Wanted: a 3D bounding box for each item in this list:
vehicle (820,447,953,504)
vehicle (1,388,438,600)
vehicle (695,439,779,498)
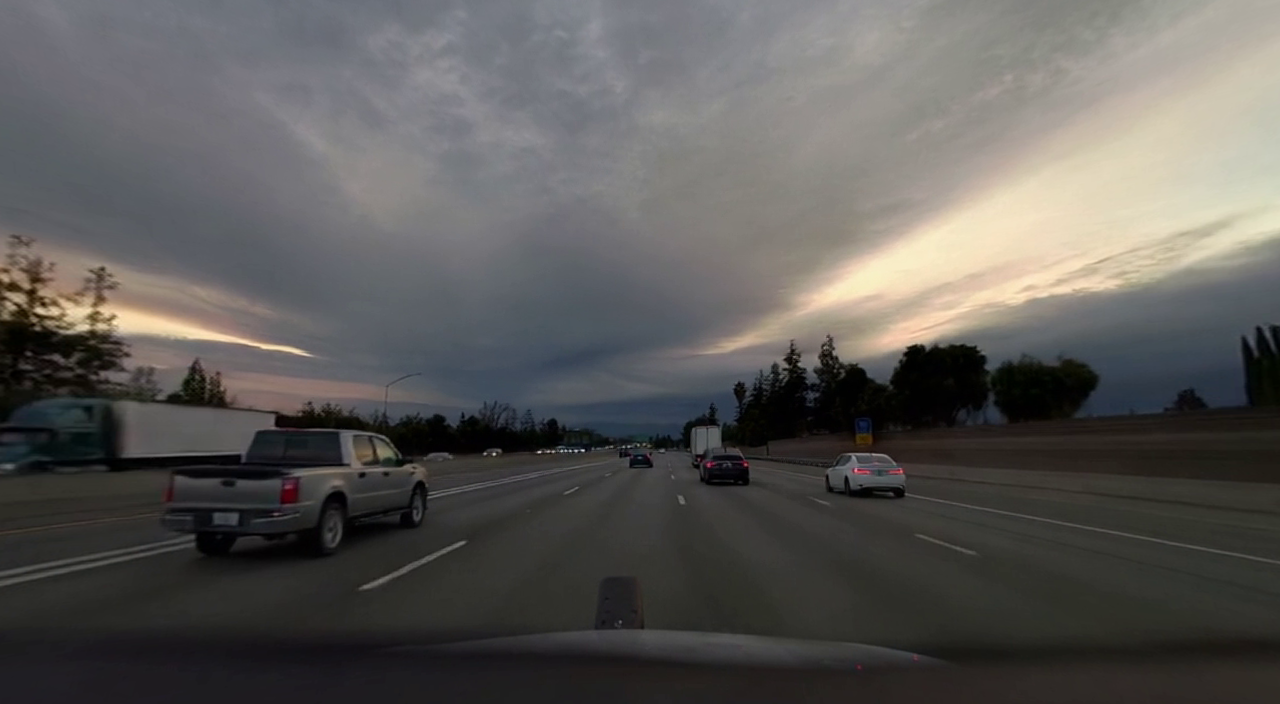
[{"bbox_3d":[7.237,3.641,19.190,2.146,1.482,4.665,0,-8,0],"label":"vehicle"},{"bbox_3d":[-4.633,1.655,8.351,2.036,1.892,5.214,0,-8,2],"label":"vehicle"},{"bbox_3d":[3.090,3.823,21.169,2.103,1.717,4.399,0,-8,0],"label":"vehicle"}]
